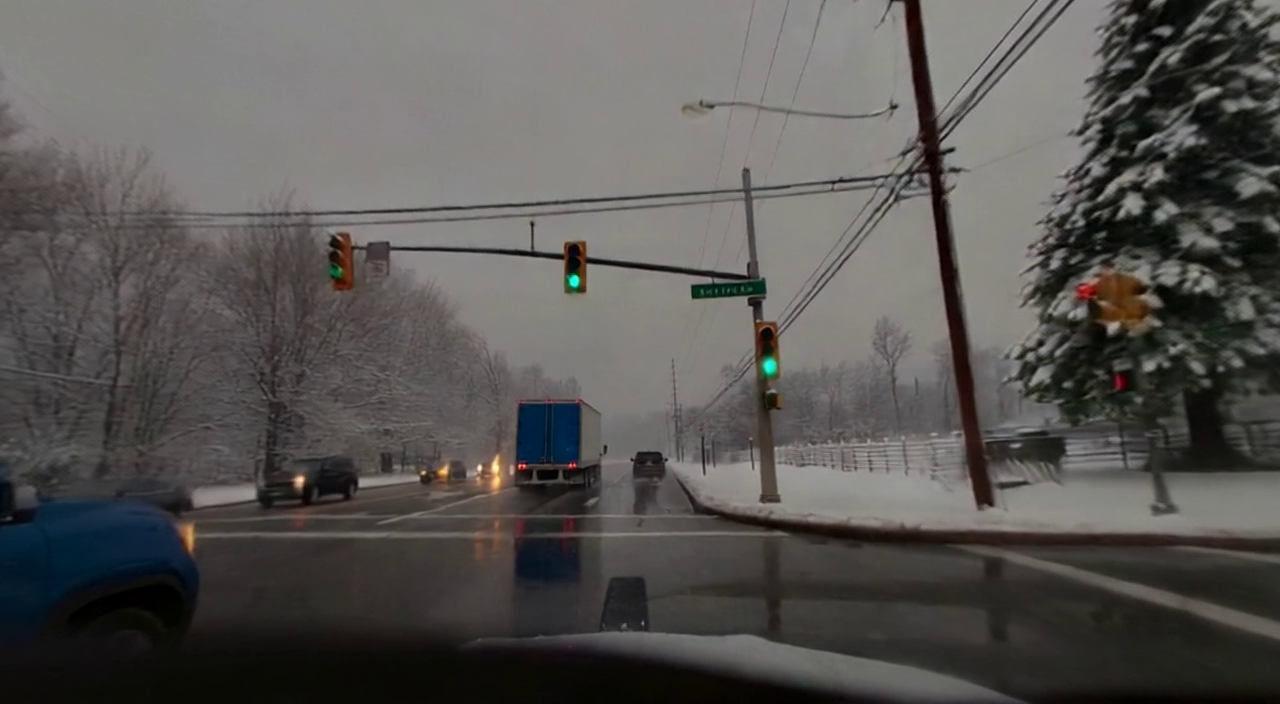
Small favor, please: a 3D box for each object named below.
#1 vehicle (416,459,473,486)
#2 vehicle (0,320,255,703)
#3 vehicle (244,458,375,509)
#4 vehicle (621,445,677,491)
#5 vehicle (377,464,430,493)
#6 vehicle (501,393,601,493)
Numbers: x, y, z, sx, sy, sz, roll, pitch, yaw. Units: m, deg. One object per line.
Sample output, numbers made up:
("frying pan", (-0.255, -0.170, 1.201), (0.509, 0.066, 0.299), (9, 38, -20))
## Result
("vehicle", (-12.020, 7.442, 39.128), (2.055, 1.489, 4.425), (0, -9, 1))
("vehicle", (-3.251, 0.667, 1.247), (2.093, 1.832, 4.508), (0, -9, 0))
("vehicle", (-12.001, 4.775, 23.357), (2.290, 1.644, 4.553), (0, -9, 1))
("vehicle", (0.380, 4.812, 26.425), (2.174, 1.749, 4.113), (0, -9, 1))
("vehicle", (-17.339, 9.258, 46.425), (2.054, 1.935, 4.350), (0, -9, 1))
("vehicle", (-3.544, 4.063, 27.822), (2.928, 3.658, 8.980), (0, -9, 1))
